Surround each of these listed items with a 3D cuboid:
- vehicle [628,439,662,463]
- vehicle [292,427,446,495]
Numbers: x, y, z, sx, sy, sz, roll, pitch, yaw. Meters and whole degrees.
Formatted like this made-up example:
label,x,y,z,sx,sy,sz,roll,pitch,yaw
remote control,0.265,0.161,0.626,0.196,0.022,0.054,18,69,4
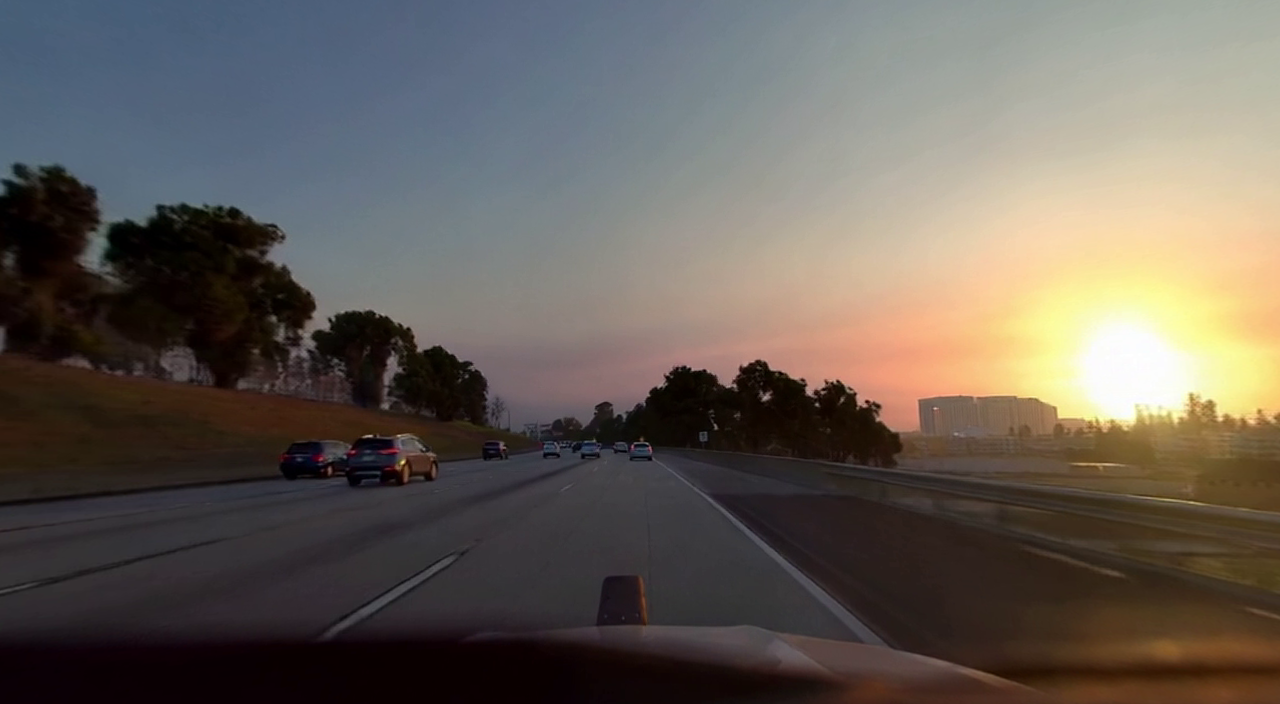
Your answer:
label,x,y,z,sx,sy,sz,roll,pitch,yaw
vehicle,0.261,6.521,41.355,2.060,1.465,3.974,0,-8,-2
vehicle,-7.623,3.113,18.379,2.238,1.712,5.000,0,-8,0
